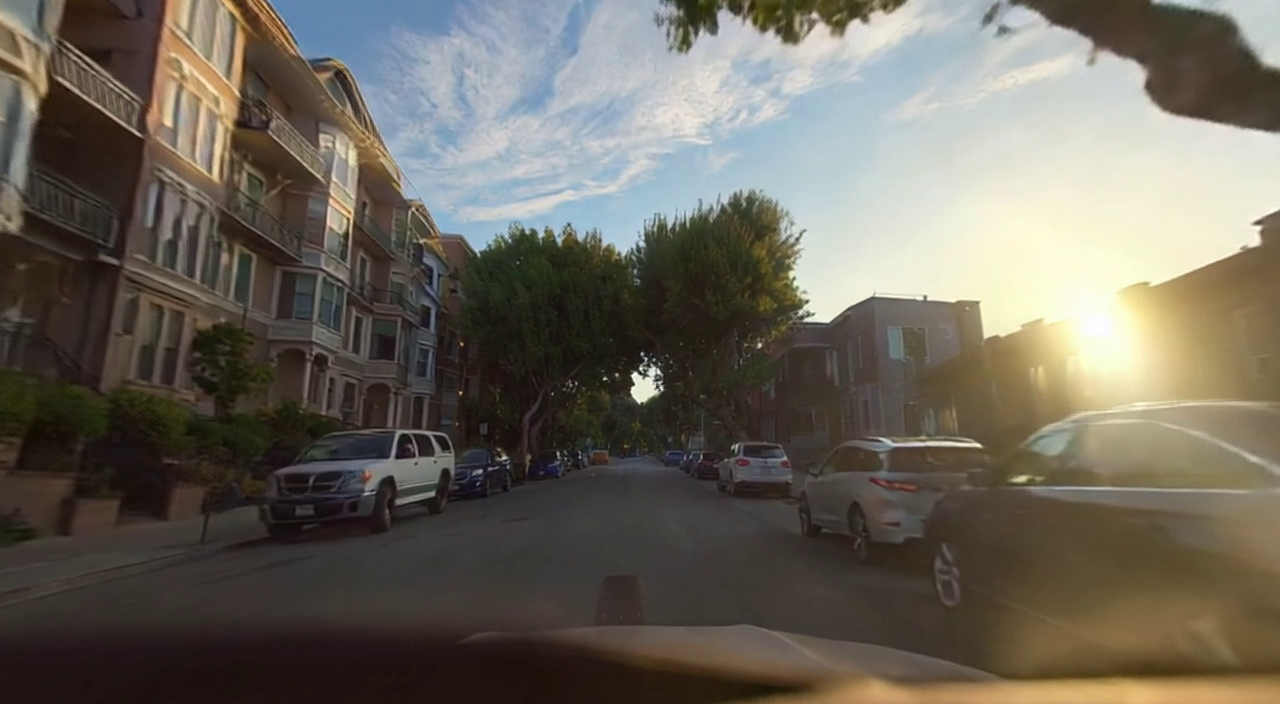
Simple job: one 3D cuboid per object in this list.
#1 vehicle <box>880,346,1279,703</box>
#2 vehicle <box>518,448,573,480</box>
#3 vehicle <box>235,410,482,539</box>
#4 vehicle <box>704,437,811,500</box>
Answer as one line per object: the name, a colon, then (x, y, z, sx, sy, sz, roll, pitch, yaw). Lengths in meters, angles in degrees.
vehicle: (3.592, 1.105, 3.968, 2.216, 1.790, 5.077, 0, -8, 1)
vehicle: (-5.446, 6.518, 37.176, 2.222, 1.735, 5.215, -1, -8, 2)
vehicle: (-5.564, 2.557, 13.776, 2.596, 2.152, 5.689, -1, -9, 2)
vehicle: (3.946, 4.054, 22.626, 2.473, 1.895, 6.050, 0, -8, -2)
